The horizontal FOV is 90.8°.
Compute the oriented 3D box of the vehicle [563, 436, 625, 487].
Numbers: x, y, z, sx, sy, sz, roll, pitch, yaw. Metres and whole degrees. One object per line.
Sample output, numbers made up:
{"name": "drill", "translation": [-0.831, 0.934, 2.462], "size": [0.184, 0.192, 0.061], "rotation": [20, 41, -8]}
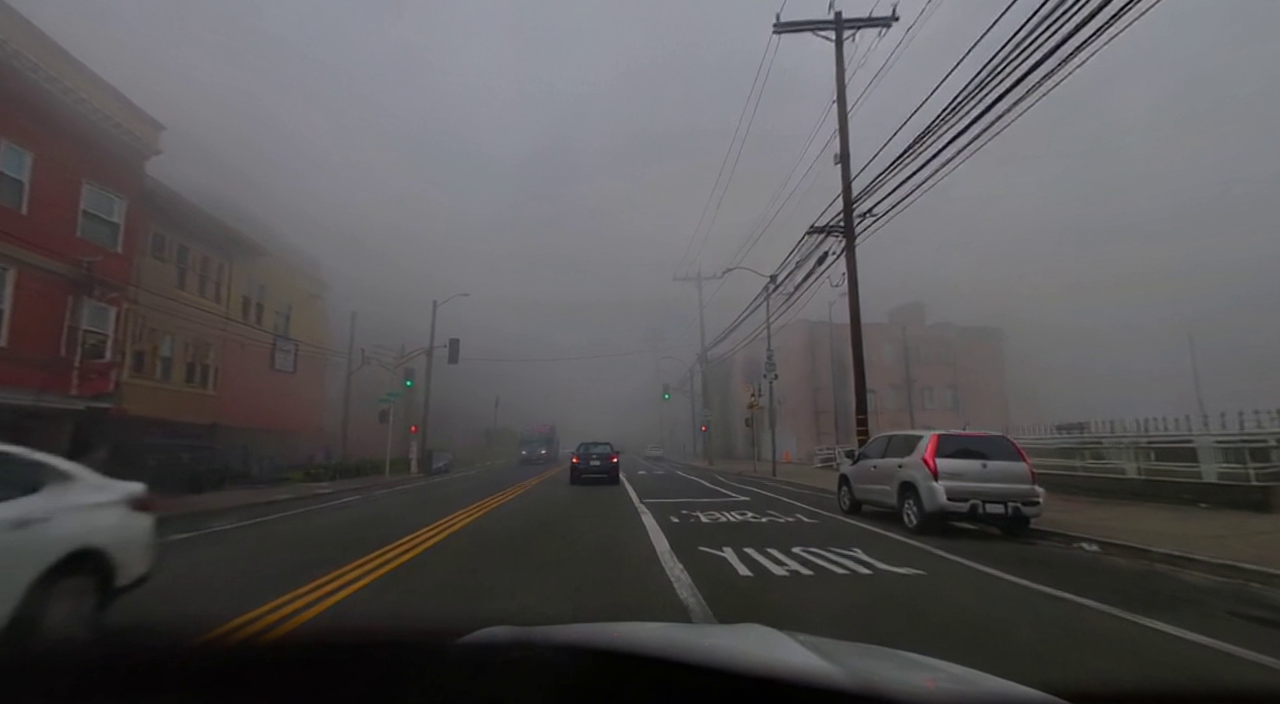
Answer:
{"name": "vehicle", "translation": [-1.577, 3.866, 22.589], "size": [1.980, 1.635, 3.795], "rotation": [1, -8, -2]}

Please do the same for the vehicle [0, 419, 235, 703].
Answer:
{"name": "vehicle", "translation": [-4.382, 1.064, 3.031], "size": [2.181, 1.500, 4.319], "rotation": [1, -9, -3]}

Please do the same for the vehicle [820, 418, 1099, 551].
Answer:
{"name": "vehicle", "translation": [5.508, 2.367, 12.151], "size": [2.197, 1.917, 5.637], "rotation": [1, -9, -3]}

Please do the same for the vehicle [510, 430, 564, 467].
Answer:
{"name": "vehicle", "translation": [-7.132, 6.807, 44.634], "size": [2.704, 2.334, 7.209], "rotation": [0, -9, -1]}
